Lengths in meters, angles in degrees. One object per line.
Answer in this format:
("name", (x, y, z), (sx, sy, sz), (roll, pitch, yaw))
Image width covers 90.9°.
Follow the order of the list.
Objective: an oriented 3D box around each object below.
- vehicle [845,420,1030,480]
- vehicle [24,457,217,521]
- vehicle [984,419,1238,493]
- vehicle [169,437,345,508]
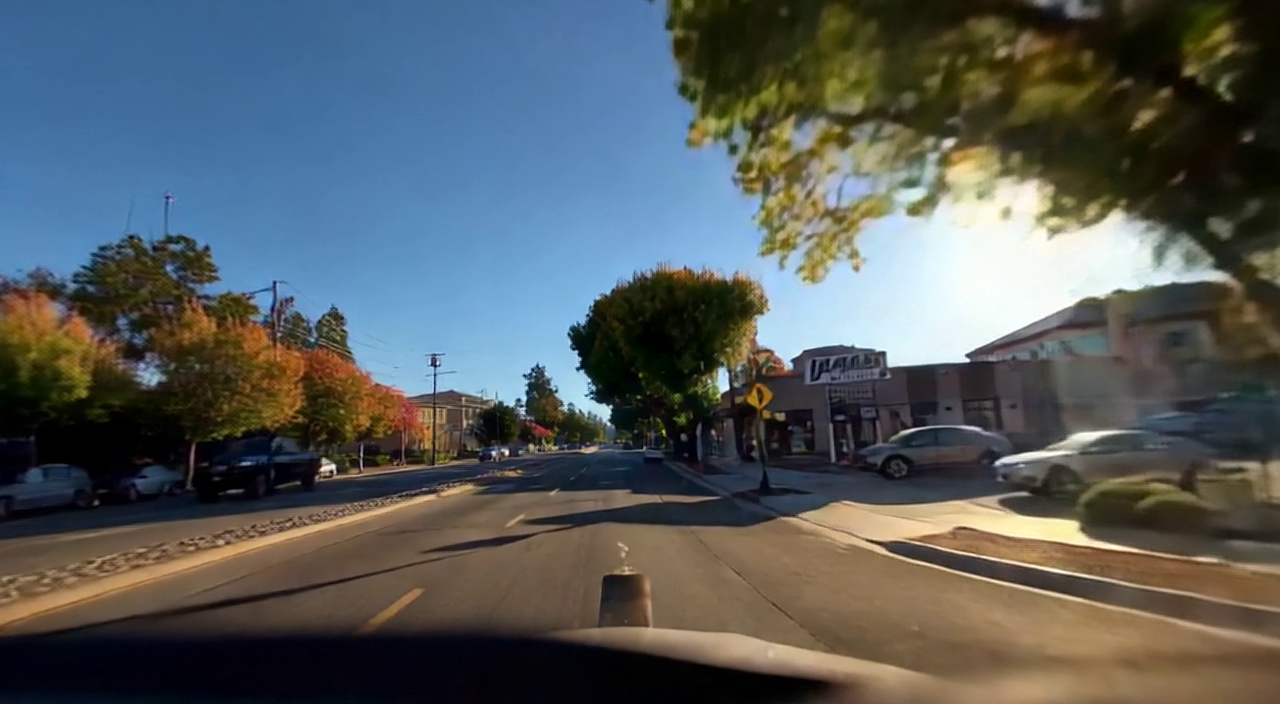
("vehicle", (9.282, 3.077, 19.923), (4.843, 1.748, 1.985), (1, -9, -5))
("vehicle", (-15.575, 4.088, 19.345), (2.093, 1.474, 4.638), (-3, -8, -2))
("vehicle", (10.139, 2.254, 13.757), (4.257, 1.474, 1.751), (1, -9, -6))
("vehicle", (-12.253, 3.854, 20.861), (2.228, 1.976, 5.857), (0, -8, -1))
